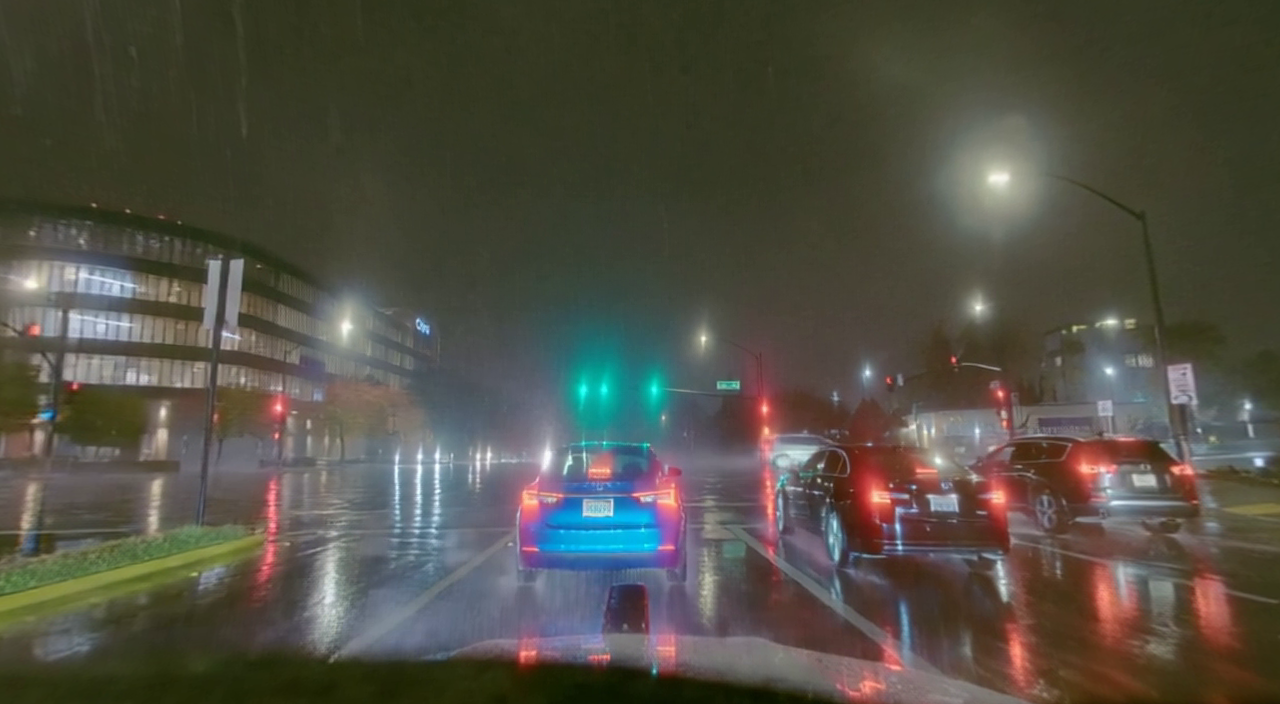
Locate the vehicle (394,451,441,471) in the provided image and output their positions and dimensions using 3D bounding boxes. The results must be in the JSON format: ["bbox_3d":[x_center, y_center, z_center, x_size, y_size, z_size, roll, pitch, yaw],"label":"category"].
[{"bbox_3d":[-17.131,8.384,48.680,2.048,1.463,4.530,0,-8,-1],"label":"vehicle"}]

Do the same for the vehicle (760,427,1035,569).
[{"bbox_3d":[3.209,1.887,8.966,2.042,1.508,4.109,0,-8,-2],"label":"vehicle"}]

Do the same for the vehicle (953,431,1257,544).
[{"bbox_3d":[7.438,2.164,10.783,1.908,1.517,4.182,0,-8,-1],"label":"vehicle"}]

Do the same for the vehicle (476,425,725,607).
[{"bbox_3d":[-0.374,1.653,7.283,2.059,1.477,3.988,0,-8,-1],"label":"vehicle"}]
